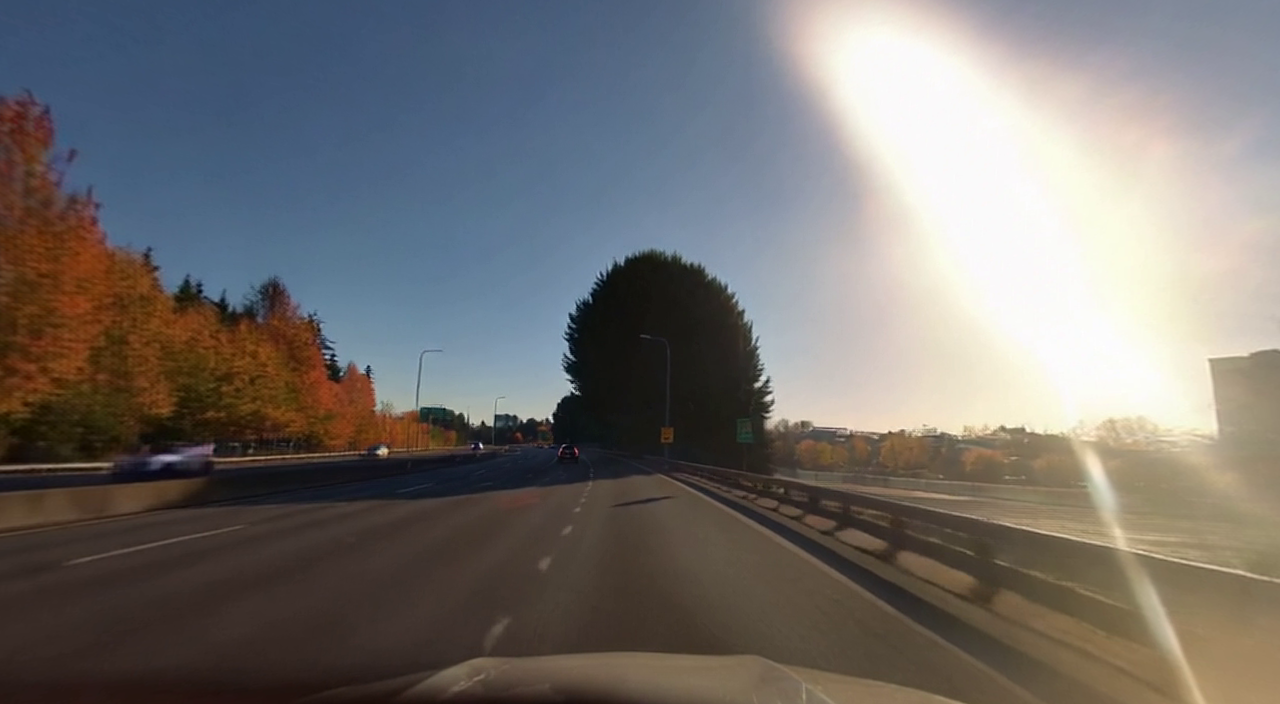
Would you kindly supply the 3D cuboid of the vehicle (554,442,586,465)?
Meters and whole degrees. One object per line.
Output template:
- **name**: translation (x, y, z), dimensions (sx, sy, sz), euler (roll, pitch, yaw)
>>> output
- **vehicle**: translation (-5.283, 7.699, 47.706), dimensions (2.248, 1.619, 3.848), euler (0, -8, -4)

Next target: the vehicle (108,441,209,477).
- **vehicle**: translation (-20.110, 4.461, 26.356), dimensions (1.748, 1.391, 3.284), euler (1, -8, -4)
